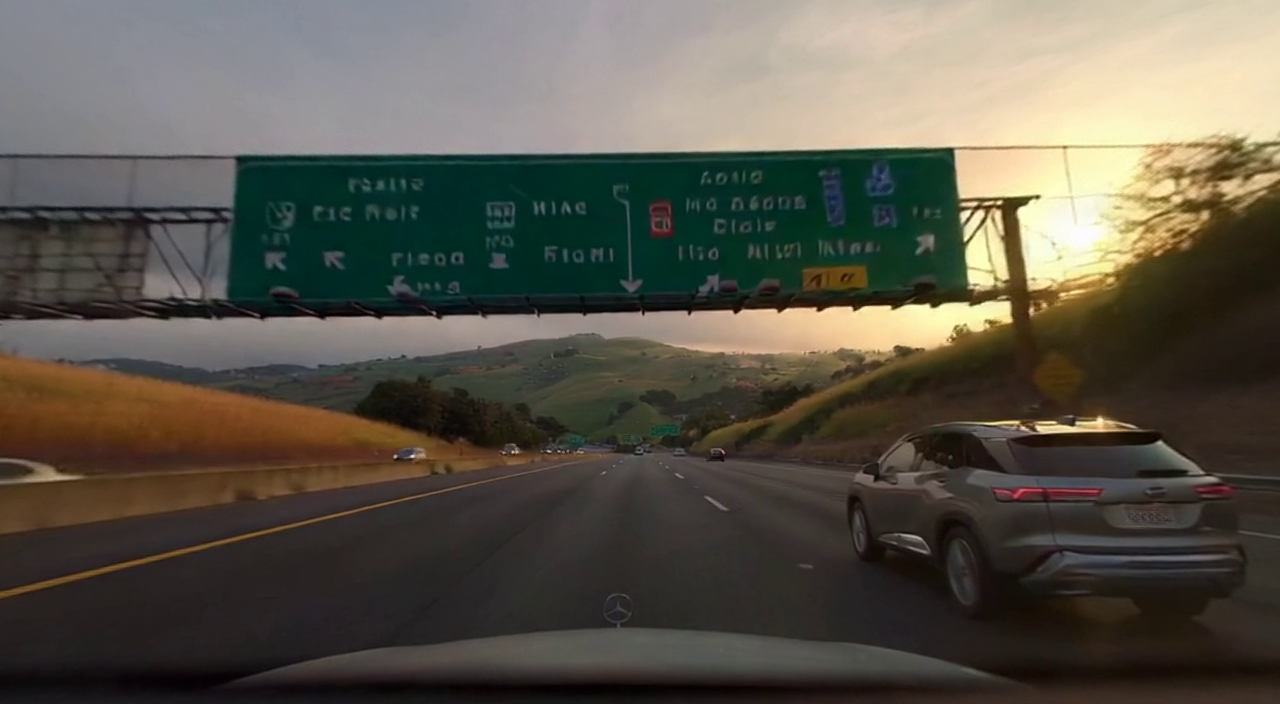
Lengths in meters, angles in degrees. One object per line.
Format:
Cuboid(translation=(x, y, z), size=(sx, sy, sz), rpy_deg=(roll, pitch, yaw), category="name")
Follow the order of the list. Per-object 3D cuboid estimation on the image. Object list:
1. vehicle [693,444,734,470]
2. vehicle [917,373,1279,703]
Cuboid(translation=(4.973, 7.178, 43.015), size=(2.006, 1.652, 4.417), rpy_deg=(0, -9, -3), category="vehicle")
Cuboid(translation=(3.430, 1.113, 3.506), size=(1.784, 1.733, 4.141), rpy_deg=(0, -9, -1), category="vehicle")
